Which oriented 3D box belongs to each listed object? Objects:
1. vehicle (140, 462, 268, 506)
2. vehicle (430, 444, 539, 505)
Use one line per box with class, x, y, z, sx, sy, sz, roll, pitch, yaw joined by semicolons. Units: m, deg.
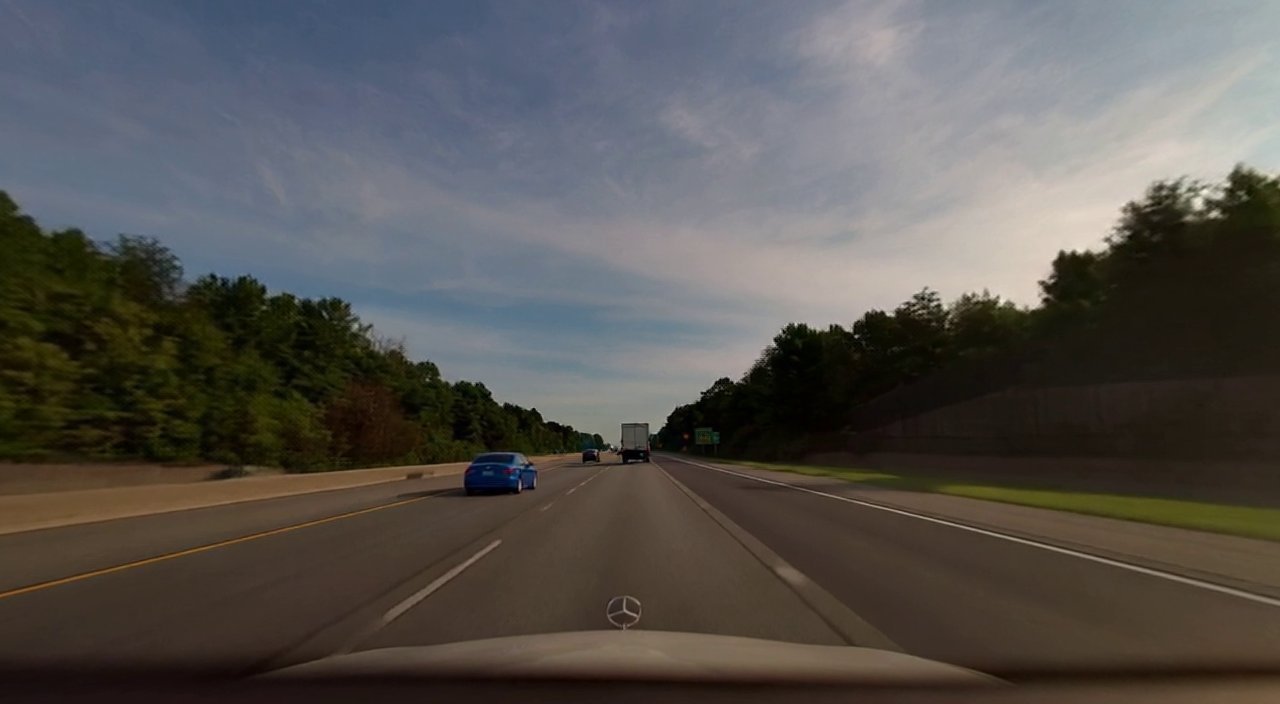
vehicle;-18.410;5.551;26.931;2.075;1.578;4.615;0;-9;2
vehicle;-4.267;3.414;18.095;1.916;1.506;4.476;0;-9;1
